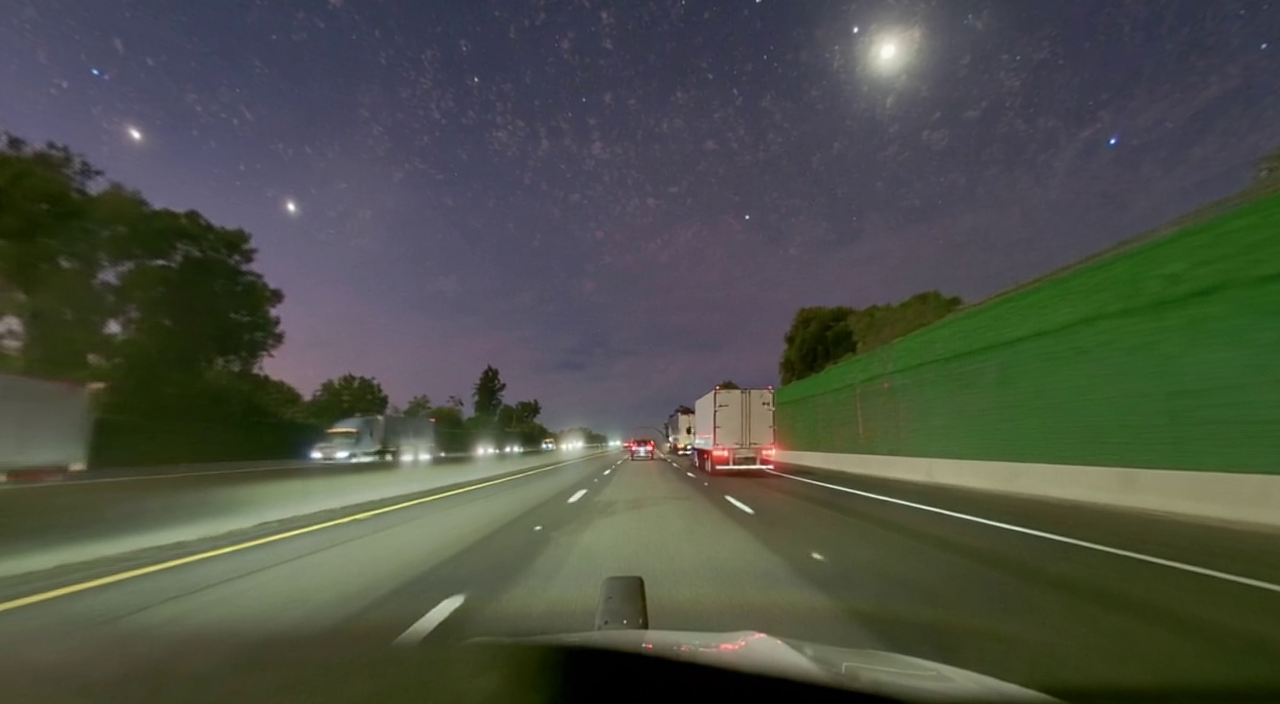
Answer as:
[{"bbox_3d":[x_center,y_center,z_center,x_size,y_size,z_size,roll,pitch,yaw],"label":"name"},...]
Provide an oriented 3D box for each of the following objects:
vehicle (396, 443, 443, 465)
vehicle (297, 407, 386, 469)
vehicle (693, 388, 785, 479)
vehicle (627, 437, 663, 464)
[{"bbox_3d":[-16.063,7.405,45.984,1.842,1.480,4.243,0,-8,1],"label":"vehicle"},{"bbox_3d":[-20.693,6.018,44.123,2.952,3.960,6.390,0,-8,1],"label":"vehicle"},{"bbox_3d":[4.049,3.646,27.766,2.742,3.383,8.285,0,-8,1],"label":"vehicle"},{"bbox_3d":[0.328,6.825,43.865,2.389,1.760,4.473,0,-8,1],"label":"vehicle"}]
